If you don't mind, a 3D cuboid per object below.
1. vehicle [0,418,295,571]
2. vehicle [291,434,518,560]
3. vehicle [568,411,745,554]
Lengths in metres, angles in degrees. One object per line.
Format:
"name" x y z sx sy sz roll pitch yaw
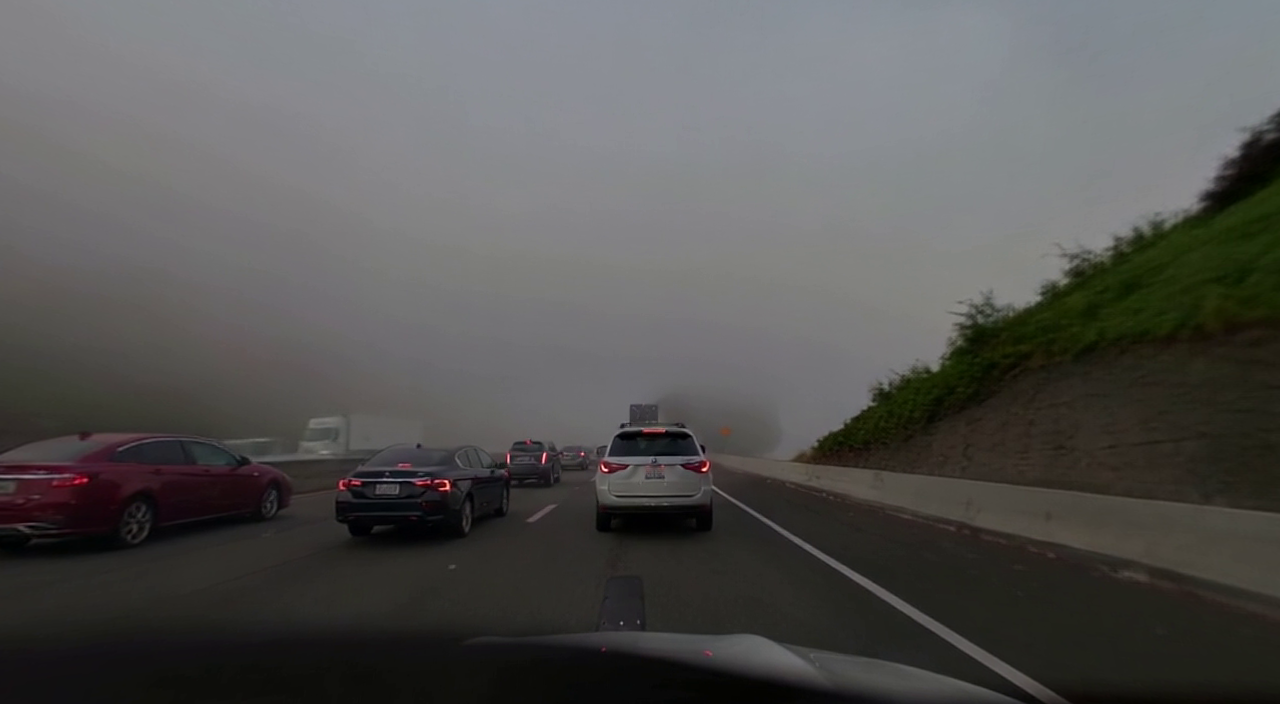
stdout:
"vehicle" -7.468 1.957 9.429 1.986 1.700 4.558 0 -9 0
"vehicle" -3.249 2.075 9.698 1.917 1.506 3.949 0 -9 1
"vehicle" 0.164 2.047 10.601 2.210 1.760 5.303 0 -9 -1
